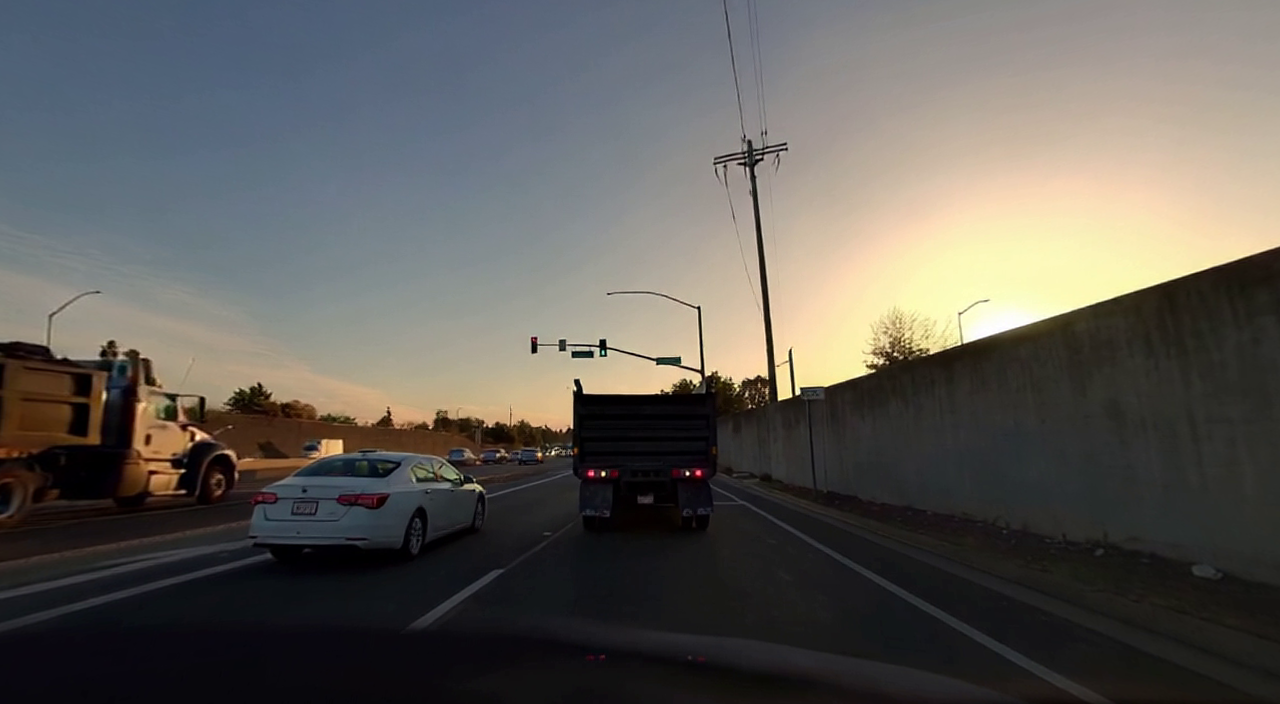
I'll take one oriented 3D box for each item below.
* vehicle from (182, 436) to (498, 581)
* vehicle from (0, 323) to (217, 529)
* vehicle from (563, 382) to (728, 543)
[{"bbox_3d":[-3.683,2.002,9.072,2.019,1.480,4.966,-1,-8,1],"label":"vehicle"},{"bbox_3d":[-13.518,1.602,13.201,3.016,3.847,8.707,-1,-9,1],"label":"vehicle"},{"bbox_3d":[0.094,1.981,11.842,2.355,2.305,5.336,0,-8,1],"label":"vehicle"}]
